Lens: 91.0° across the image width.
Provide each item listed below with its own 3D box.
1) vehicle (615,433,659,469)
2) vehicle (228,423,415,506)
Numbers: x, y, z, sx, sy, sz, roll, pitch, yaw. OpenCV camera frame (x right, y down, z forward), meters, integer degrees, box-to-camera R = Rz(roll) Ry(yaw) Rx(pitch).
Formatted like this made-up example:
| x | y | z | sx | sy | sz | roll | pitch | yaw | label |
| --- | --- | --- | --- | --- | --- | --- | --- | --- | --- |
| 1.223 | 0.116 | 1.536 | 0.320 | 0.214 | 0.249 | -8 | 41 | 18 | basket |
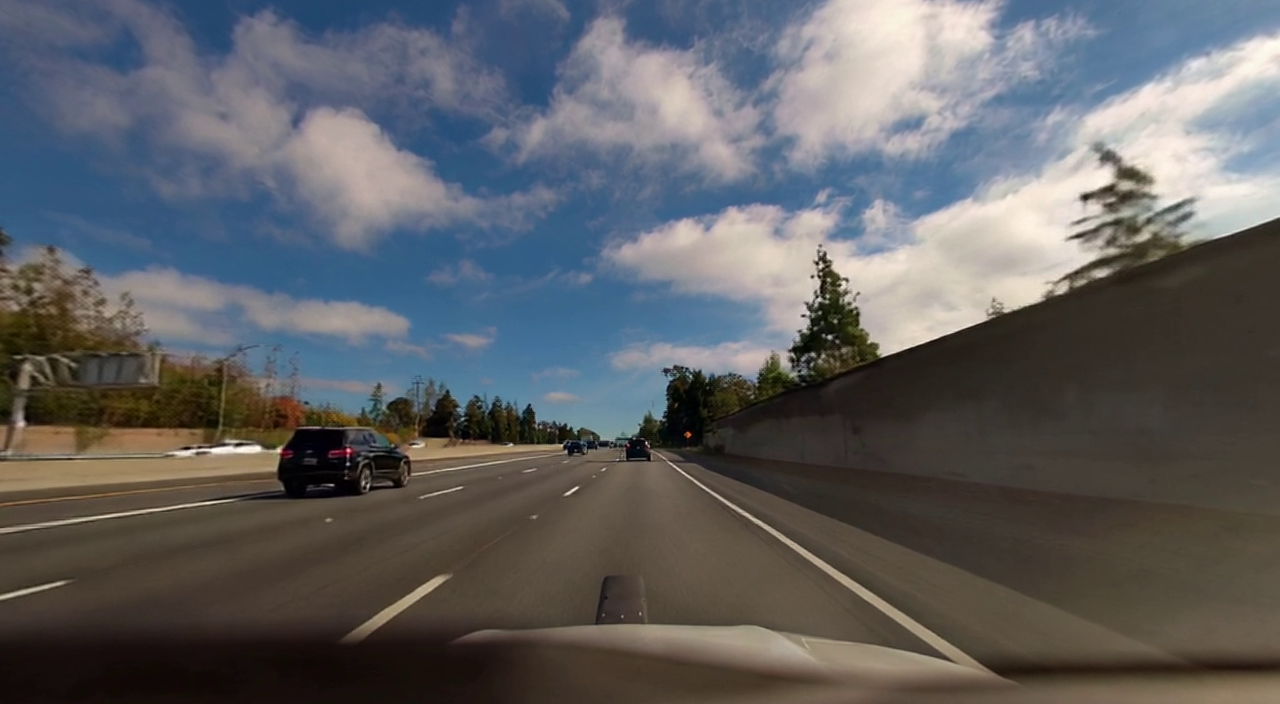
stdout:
| x | y | z | sx | sy | sz | roll | pitch | yaw | label |
| --- | --- | --- | --- | --- | --- | --- | --- | --- | --- |
| -0.126 | 5.122 | 32.608 | 2.141 | 1.706 | 4.065 | 0 | -9 | 1 | vehicle |
| -7.451 | 2.675 | 15.396 | 2.166 | 1.705 | 4.433 | 0 | -9 | 1 | vehicle |
